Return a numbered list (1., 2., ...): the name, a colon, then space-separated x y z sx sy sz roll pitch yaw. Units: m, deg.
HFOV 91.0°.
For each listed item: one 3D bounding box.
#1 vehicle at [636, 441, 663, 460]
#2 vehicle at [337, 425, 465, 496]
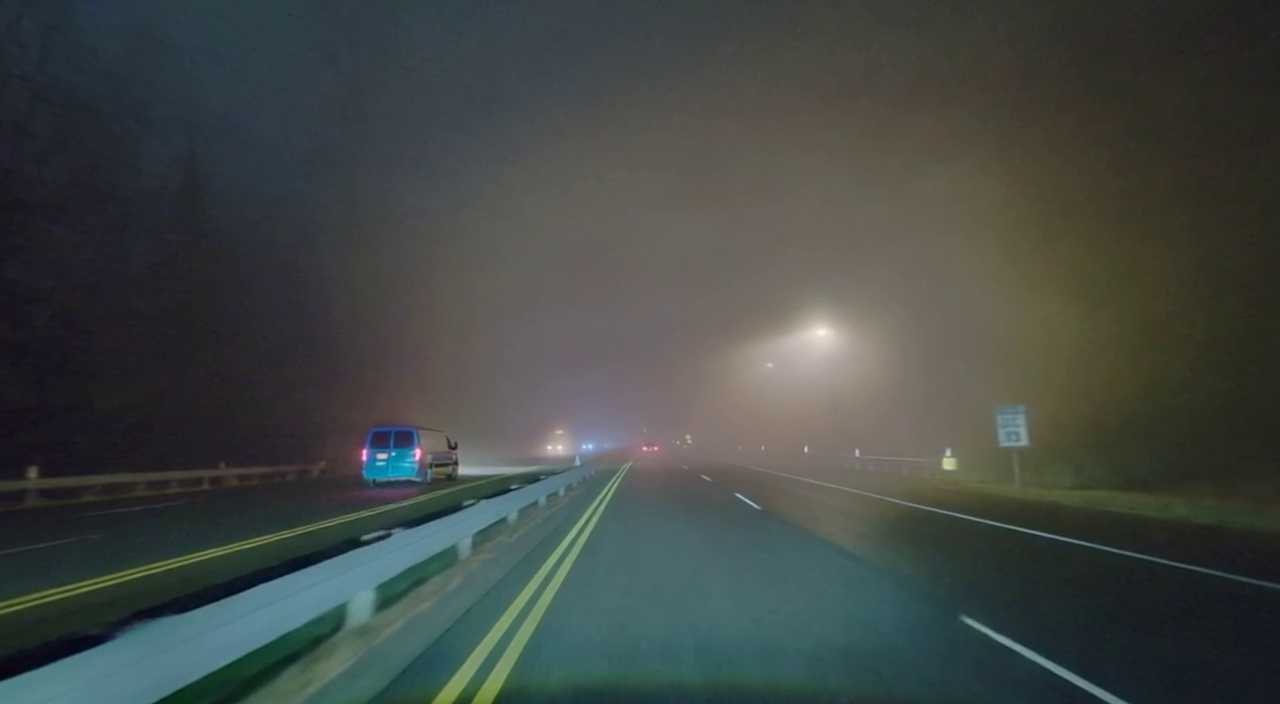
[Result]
1. vehicle: 0.734 7.709 49.343 2.061 1.469 3.782 0 -8 1
2. vehicle: -7.087 3.256 19.239 2.068 1.897 4.372 0 -8 1
